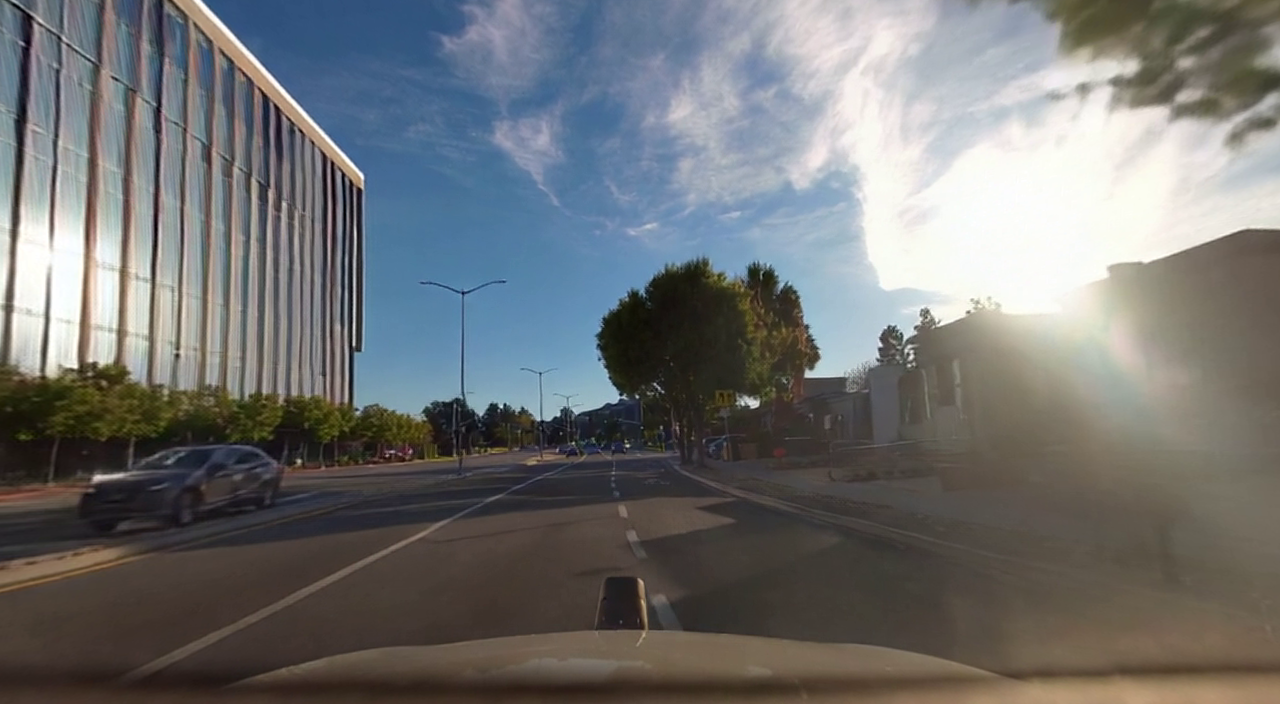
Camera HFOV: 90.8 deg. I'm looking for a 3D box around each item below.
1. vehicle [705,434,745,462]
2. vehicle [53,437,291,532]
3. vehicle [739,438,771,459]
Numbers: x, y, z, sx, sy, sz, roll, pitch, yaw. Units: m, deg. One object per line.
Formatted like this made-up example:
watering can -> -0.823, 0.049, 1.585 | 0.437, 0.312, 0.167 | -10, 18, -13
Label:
vehicle -> 6.379, 7.287, 47.956 | 2.160, 1.944, 5.086 | 0, -8, -2
vehicle -> -10.014, 2.813, 14.130 | 1.988, 1.755, 4.568 | 1, -9, -3
vehicle -> 8.829, 7.423, 48.587 | 1.842, 1.535, 3.638 | 0, -9, 2
